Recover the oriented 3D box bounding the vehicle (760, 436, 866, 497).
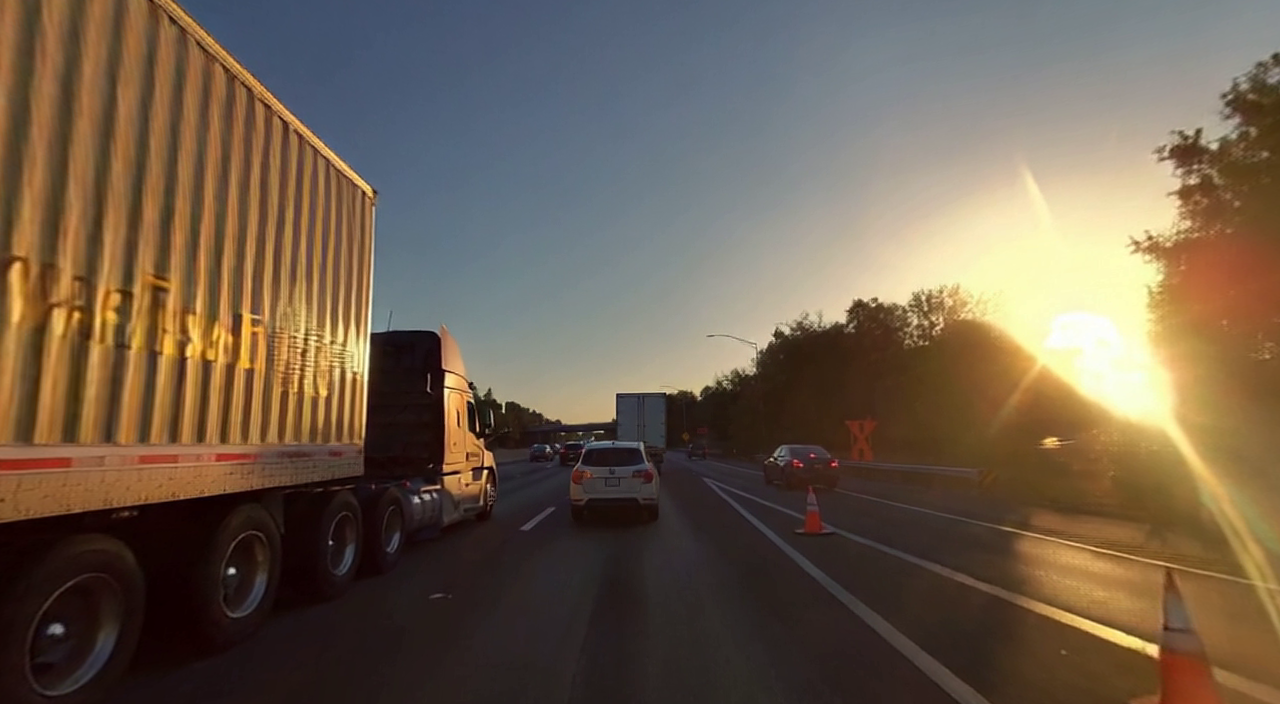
[{"bbox_3d":[4.965,3.331,18.701,1.937,1.601,3.798,0,-9,-2],"label":"vehicle"}]

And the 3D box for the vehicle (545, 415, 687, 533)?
[{"bbox_3d":[-0.354,2.163,11.661,2.152,1.779,3.924,0,-9,0],"label":"vehicle"}]

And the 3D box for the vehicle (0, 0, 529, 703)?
[{"bbox_3d":[-3.691,-0.008,4.701,2.857,4.063,16.026,0,-8,0],"label":"vehicle"}]
